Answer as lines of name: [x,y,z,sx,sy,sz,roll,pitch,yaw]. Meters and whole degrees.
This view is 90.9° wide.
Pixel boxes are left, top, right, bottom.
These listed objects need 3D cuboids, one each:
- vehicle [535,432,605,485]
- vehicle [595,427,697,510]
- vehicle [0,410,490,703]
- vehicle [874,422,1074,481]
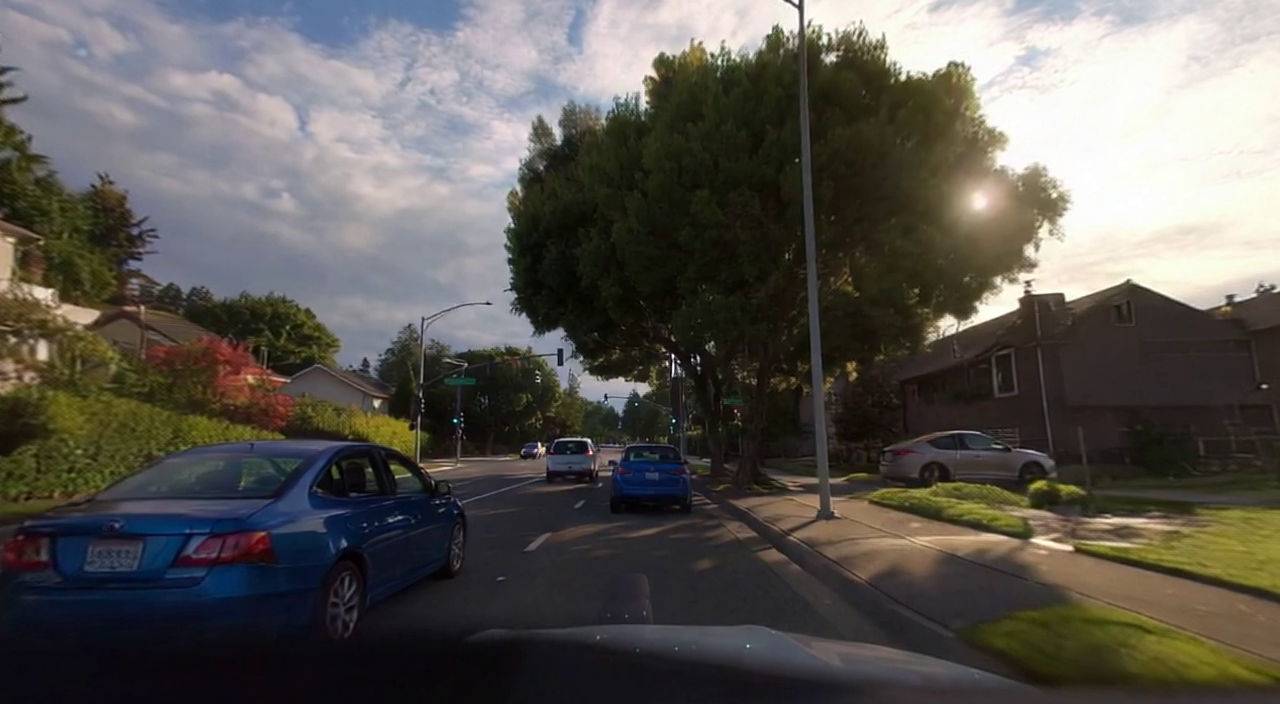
vehicle: [-2.466,3.893,23.282,2.000,1.737,4.133,0,-9,2]
vehicle: [0.105,2.720,15.133,2.120,1.718,3.909,0,-9,0]
vehicle: [-2.836,1.344,5.119,1.968,1.472,4.685,0,-9,1]
vehicle: [9.137,2.761,17.560,4.456,1.504,1.914,0,-8,0]
